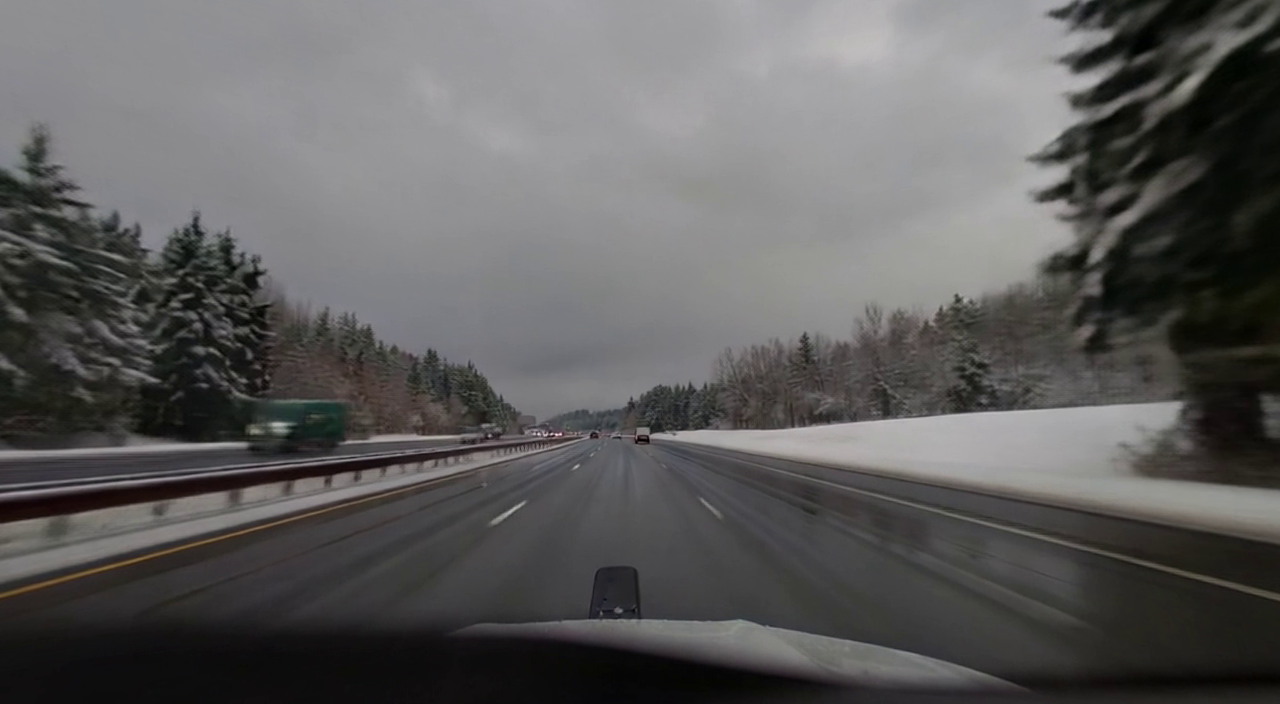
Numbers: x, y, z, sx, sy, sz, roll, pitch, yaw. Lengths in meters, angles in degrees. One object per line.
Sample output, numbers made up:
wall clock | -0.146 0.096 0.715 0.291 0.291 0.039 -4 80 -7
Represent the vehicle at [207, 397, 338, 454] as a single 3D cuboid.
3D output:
vehicle | -18.098 3.751 31.560 2.609 2.539 6.751 0 -8 -2
